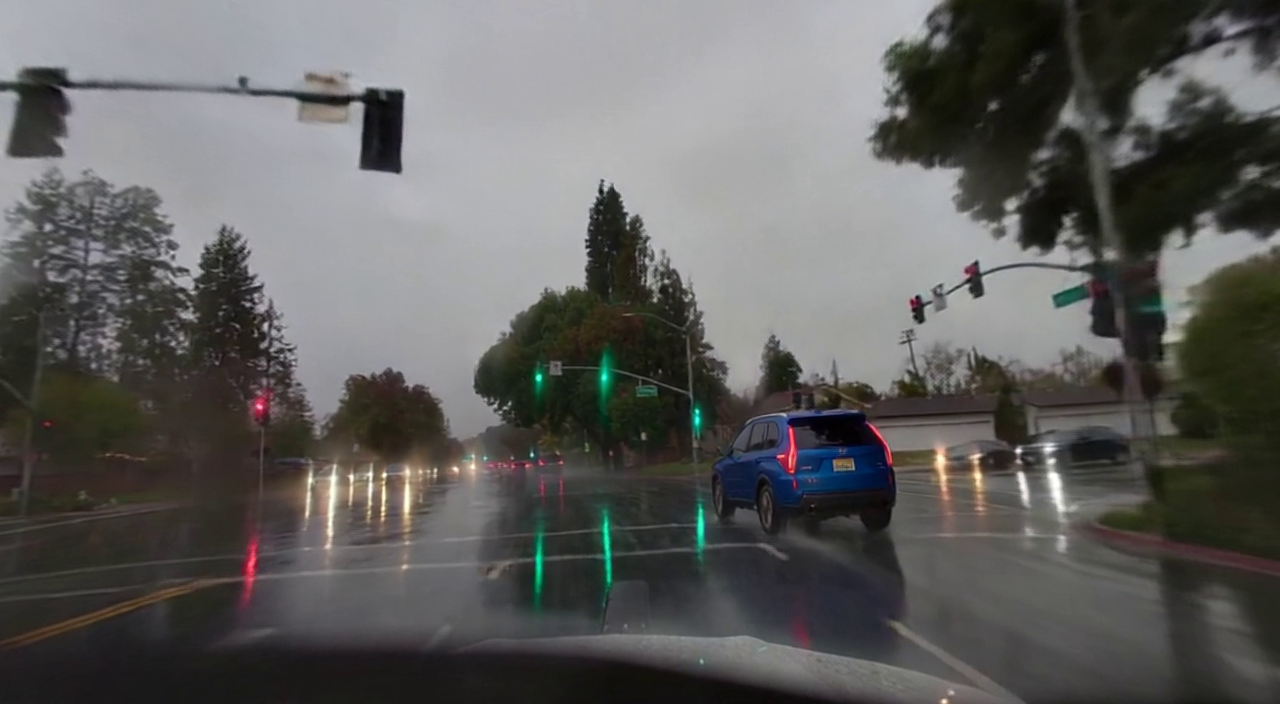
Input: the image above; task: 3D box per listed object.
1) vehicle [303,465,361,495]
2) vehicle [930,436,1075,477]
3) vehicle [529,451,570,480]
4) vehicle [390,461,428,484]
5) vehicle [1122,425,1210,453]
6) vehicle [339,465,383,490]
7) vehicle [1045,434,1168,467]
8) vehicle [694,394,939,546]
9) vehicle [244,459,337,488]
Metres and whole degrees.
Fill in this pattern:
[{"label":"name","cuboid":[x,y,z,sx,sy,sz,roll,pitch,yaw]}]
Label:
[{"label":"vehicle","cuboid":[-18.813,7.820,38.761,1.955,1.509,4.640,-2,-9,-10]},{"label":"vehicle","cuboid":[13.872,3.986,24.276,4.413,1.449,1.963,1,-9,-7]},{"label":"vehicle","cuboid":[-5.951,7.329,41.038,2.138,1.729,4.178,2,-9,-15]},{"label":"vehicle","cuboid":[-17.061,8.903,46.758,2.035,1.475,4.639,1,-9,-12]},{"label":"vehicle","cuboid":[35.283,5.859,42.279,4.533,1.759,2.101,3,-10,-14]},{"label":"vehicle","cuboid":[-19.658,8.827,44.540,1.965,1.416,4.613,-2,-8,-13]},{"label":"vehicle","cuboid":[22.435,4.757,30.437,4.329,1.462,1.999,-1,-8,1]},{"label":"vehicle","cuboid":[2.705,2.032,11.577,2.338,2.063,5.592,0,-9,-6]},{"label":"vehicle","cuboid":[-26.832,9.335,48.627,5.734,1.950,2.287,1,-9,-13]}]
